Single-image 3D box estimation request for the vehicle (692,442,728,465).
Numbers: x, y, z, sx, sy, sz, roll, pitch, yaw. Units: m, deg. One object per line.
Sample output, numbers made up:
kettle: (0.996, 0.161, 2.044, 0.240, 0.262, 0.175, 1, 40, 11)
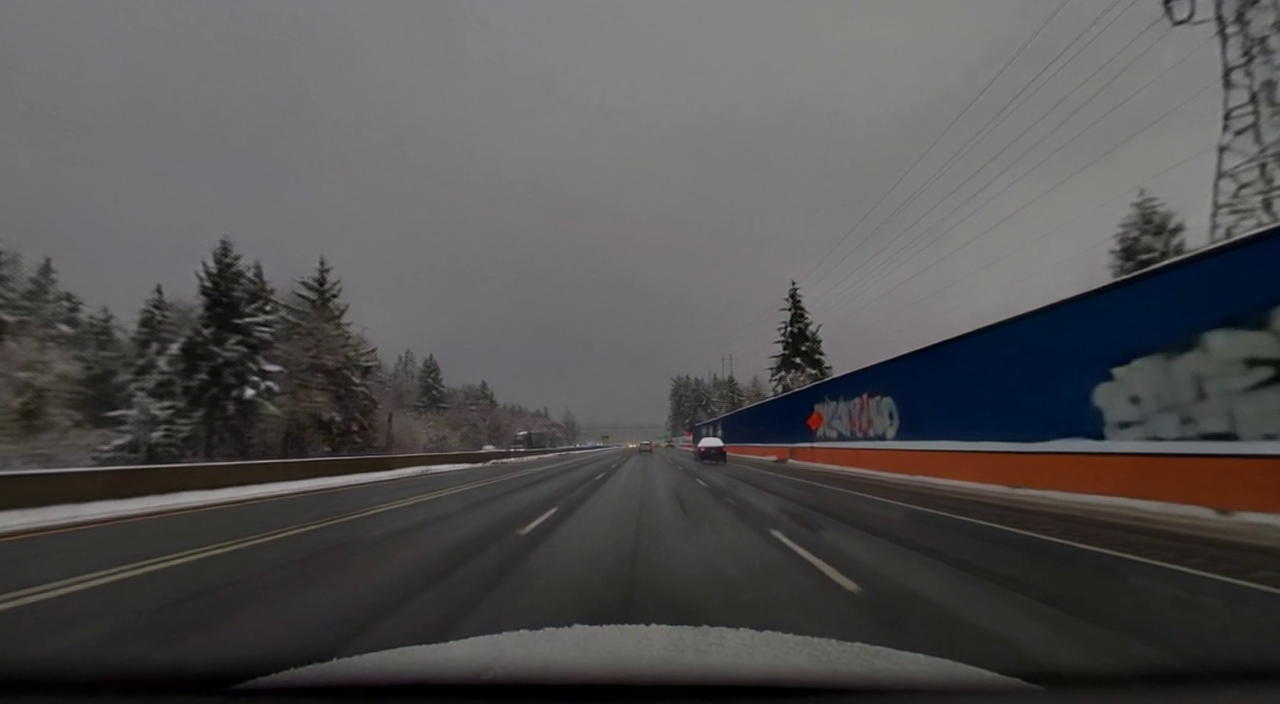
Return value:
vehicle: (4.778, 6.963, 43.474, 1.991, 1.494, 3.951, 0, -8, 0)
